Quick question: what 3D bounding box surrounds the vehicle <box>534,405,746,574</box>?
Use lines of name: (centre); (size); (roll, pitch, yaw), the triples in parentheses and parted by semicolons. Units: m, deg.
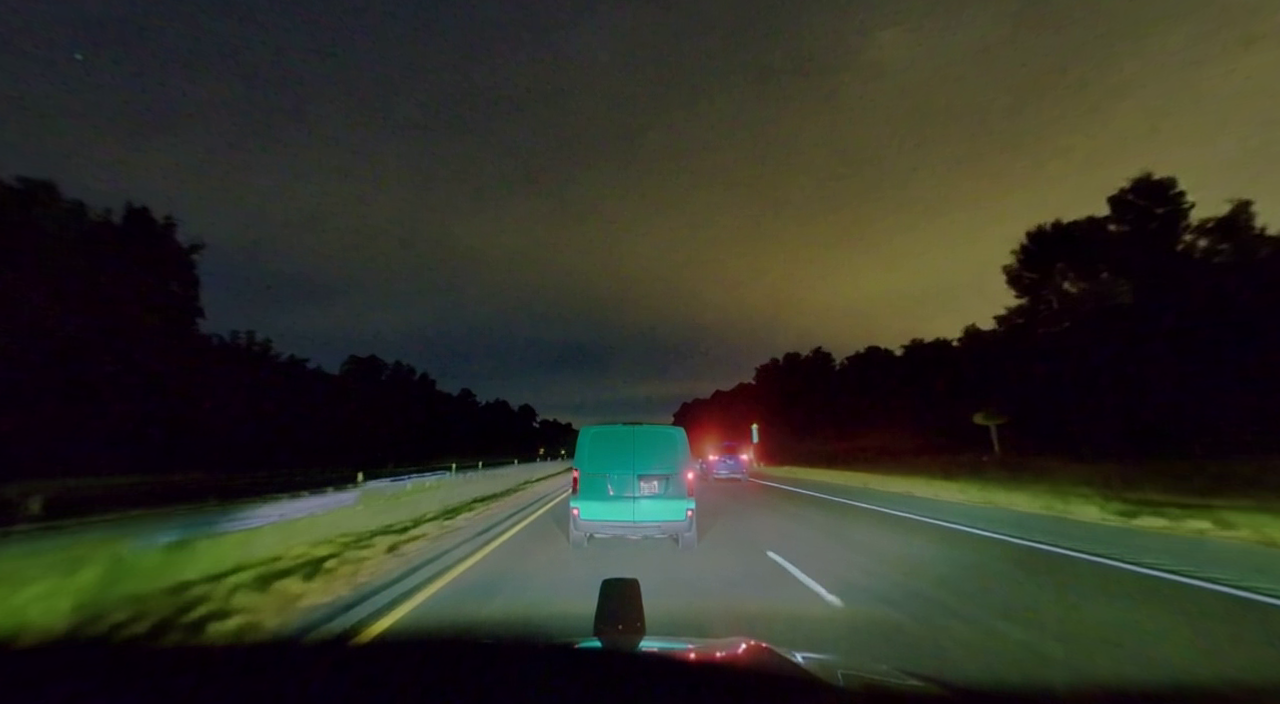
vehicle: (0.005, 1.809, 8.943); (2.288, 1.823, 4.059); (0, -9, 0)
